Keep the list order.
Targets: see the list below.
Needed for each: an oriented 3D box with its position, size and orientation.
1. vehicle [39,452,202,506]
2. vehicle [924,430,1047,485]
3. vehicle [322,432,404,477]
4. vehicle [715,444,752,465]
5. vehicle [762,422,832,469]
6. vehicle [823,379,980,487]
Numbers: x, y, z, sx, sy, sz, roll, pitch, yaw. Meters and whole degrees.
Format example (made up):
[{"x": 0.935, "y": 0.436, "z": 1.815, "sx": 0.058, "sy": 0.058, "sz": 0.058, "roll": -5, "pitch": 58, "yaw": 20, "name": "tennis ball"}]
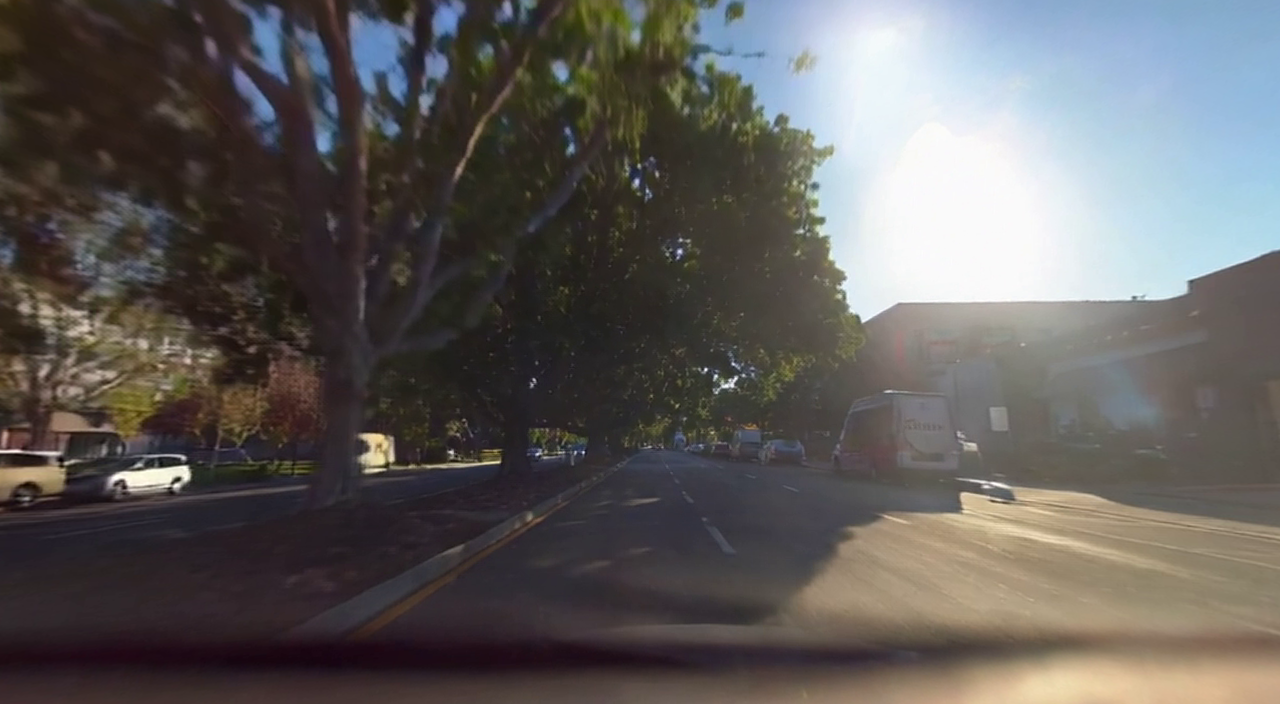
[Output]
[{"x": -17.376, "y": 4.213, "z": 21.488, "sx": 1.772, "sy": 1.480, "sz": 4.499, "roll": -1, "pitch": -8, "yaw": -1, "name": "vehicle"}, {"x": 14.403, "y": 4.423, "z": 26.800, "sx": 2.203, "sy": 2.052, "sz": 5.314, "roll": 0, "pitch": -9, "yaw": 0, "name": "vehicle"}, {"x": -17.071, "y": 6.340, "z": 39.386, "sx": 2.253, "sy": 2.554, "sz": 6.021, "roll": 0, "pitch": -9, "yaw": 1, "name": "vehicle"}, {"x": 6.676, "y": 7.367, "z": 45.378, "sx": 1.972, "sy": 1.417, "sz": 4.239, "roll": 0, "pitch": -9, "yaw": 0, "name": "vehicle"}, {"x": 10.459, "y": 6.363, "z": 42.991, "sx": 2.964, "sy": 2.927, "sz": 6.936, "roll": 0, "pitch": -9, "yaw": 0, "name": "vehicle"}, {"x": 10.428, "y": 3.473, "z": 26.605, "sx": 2.879, "sy": 3.765, "sz": 8.904, "roll": 0, "pitch": -9, "yaw": 1, "name": "vehicle"}]
